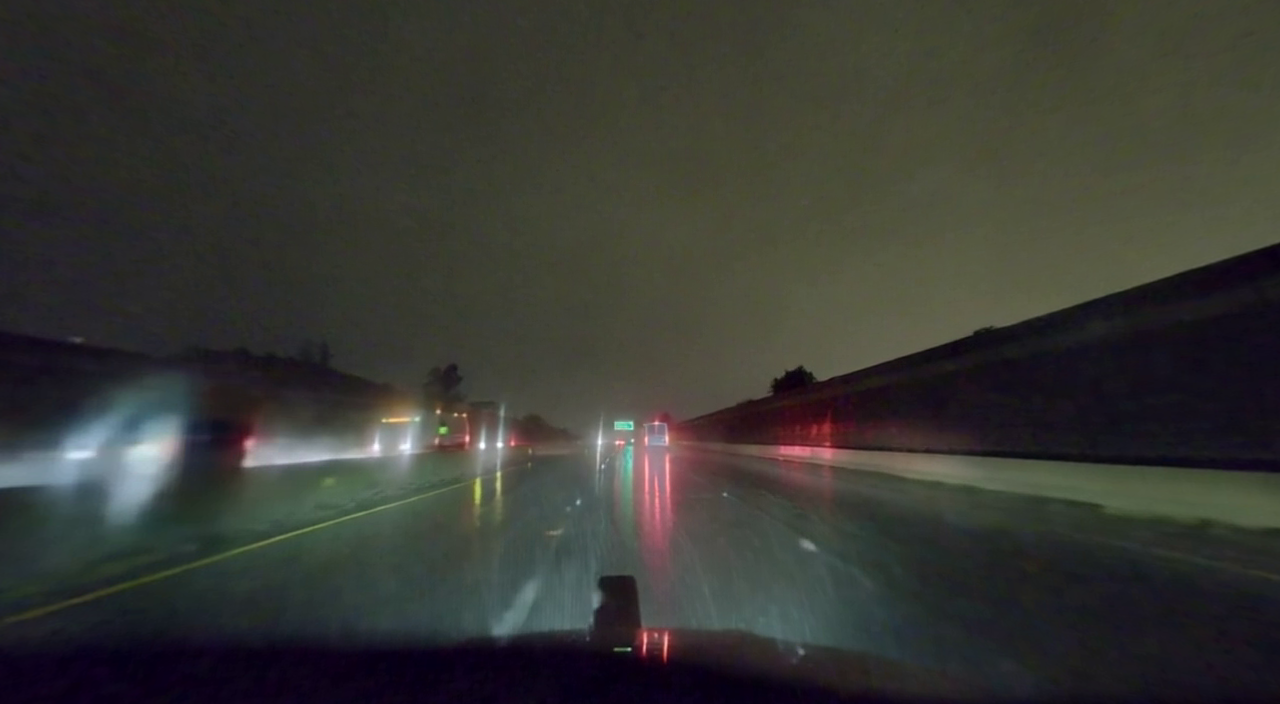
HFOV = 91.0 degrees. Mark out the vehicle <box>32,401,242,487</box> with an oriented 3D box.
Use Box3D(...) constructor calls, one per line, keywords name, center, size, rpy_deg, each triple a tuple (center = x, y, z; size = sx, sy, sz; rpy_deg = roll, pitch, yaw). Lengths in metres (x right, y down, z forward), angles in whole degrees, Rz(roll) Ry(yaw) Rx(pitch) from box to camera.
Box3D(name="vehicle", center=(-17.250, 3.224, 22.218), size=(2.416, 2.561, 5.947), rpy_deg=(-1, -8, 0))
